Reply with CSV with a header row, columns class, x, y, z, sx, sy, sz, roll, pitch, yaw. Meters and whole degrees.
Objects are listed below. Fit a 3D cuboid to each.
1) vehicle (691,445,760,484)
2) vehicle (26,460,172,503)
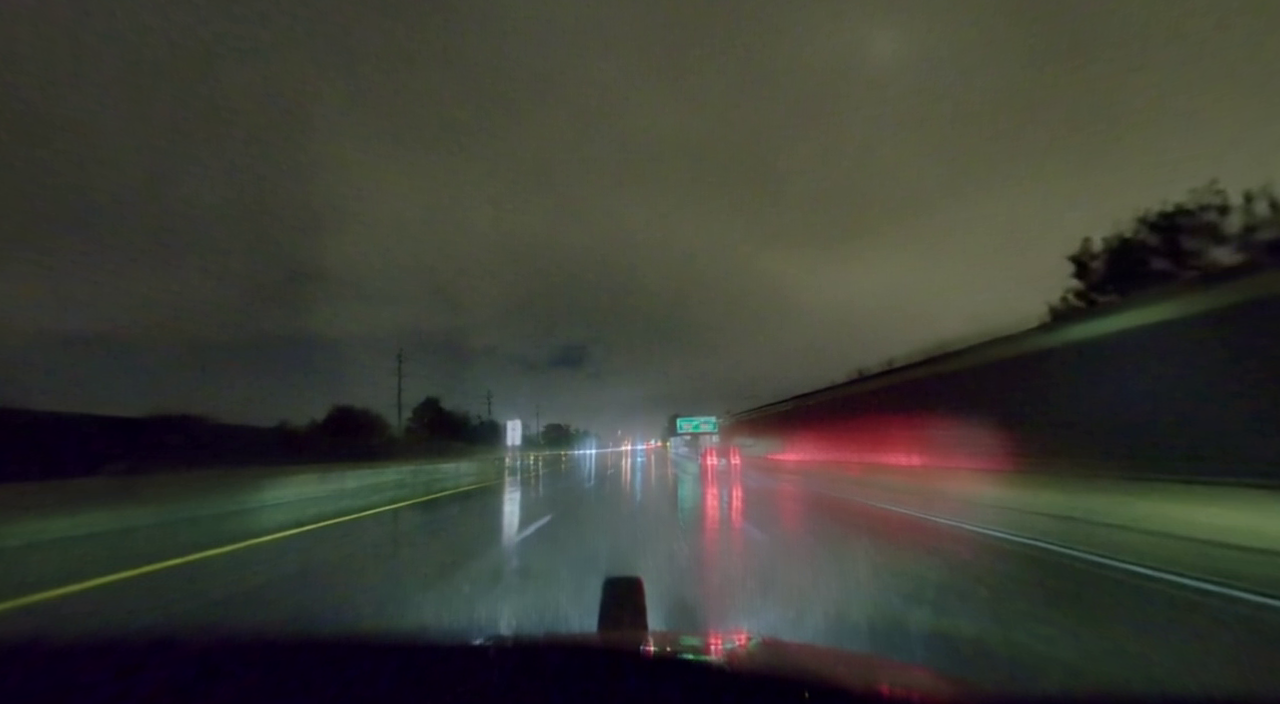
class,x,y,z,sx,sy,sz,roll,pitch,yaw
vehicle,3.466,4.667,26.476,2.193,1.462,4.533,0,-8,-1
vehicle,-21.459,5.121,25.326,1.807,1.449,4.553,0,-8,0
